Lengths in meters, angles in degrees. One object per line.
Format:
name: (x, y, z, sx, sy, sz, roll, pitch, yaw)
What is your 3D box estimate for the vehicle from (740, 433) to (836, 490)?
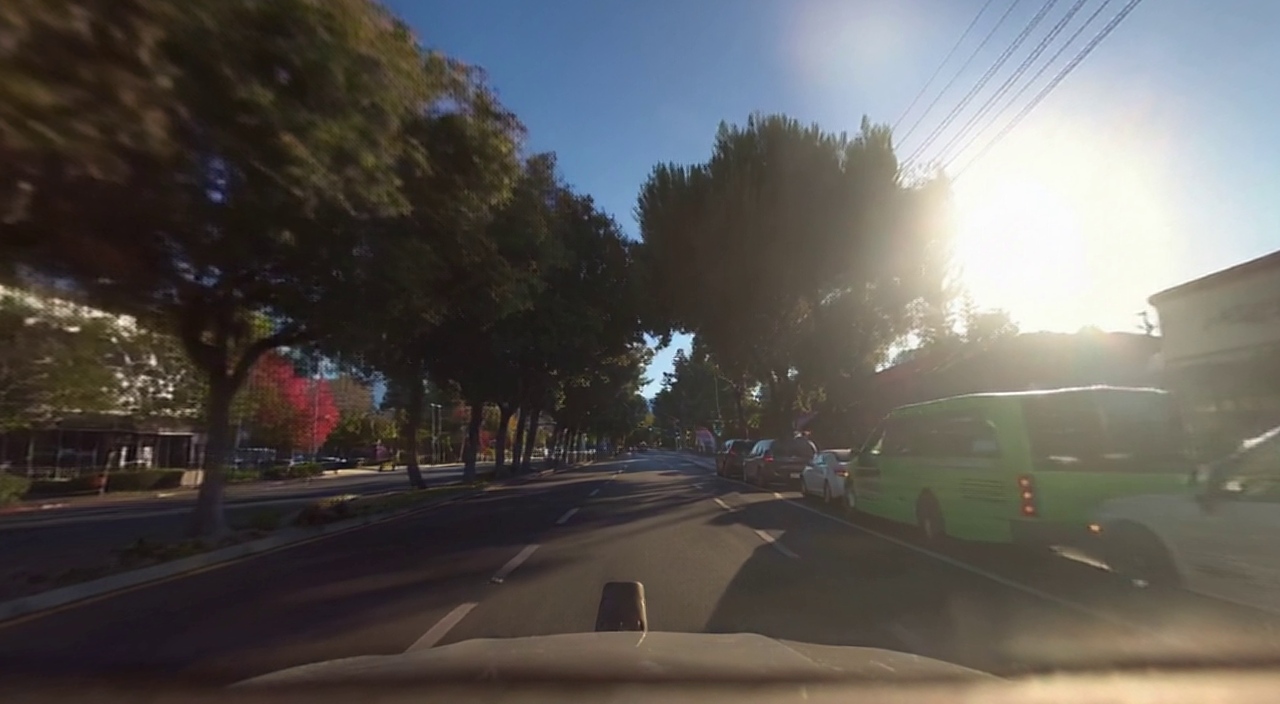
vehicle: (4.810, 3.626, 21.260, 2.028, 1.660, 4.705, 0, -8, -1)

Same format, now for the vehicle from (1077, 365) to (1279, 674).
vehicle: (4.826, 0.850, 2.898, 2.304, 1.760, 4.630, 0, -8, 0)

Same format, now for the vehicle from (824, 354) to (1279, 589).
vehicle: (4.680, 1.536, 8.916, 2.351, 2.125, 6.230, -1, -8, 1)
